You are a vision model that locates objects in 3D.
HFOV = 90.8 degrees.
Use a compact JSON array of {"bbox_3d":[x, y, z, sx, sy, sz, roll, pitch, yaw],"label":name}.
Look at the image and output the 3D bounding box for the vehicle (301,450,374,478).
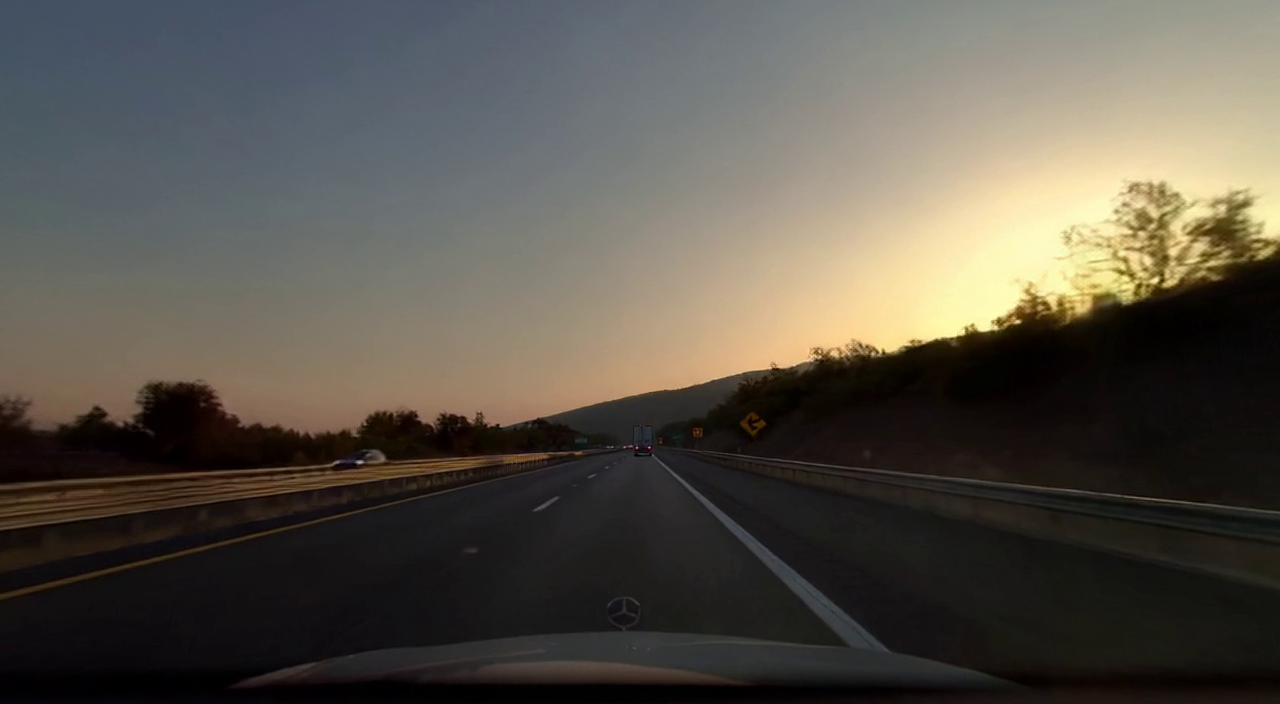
[{"bbox_3d":[-17.448,6.448,36.647,2.008,1.520,4.526,0,-9,0],"label":"vehicle"}]
